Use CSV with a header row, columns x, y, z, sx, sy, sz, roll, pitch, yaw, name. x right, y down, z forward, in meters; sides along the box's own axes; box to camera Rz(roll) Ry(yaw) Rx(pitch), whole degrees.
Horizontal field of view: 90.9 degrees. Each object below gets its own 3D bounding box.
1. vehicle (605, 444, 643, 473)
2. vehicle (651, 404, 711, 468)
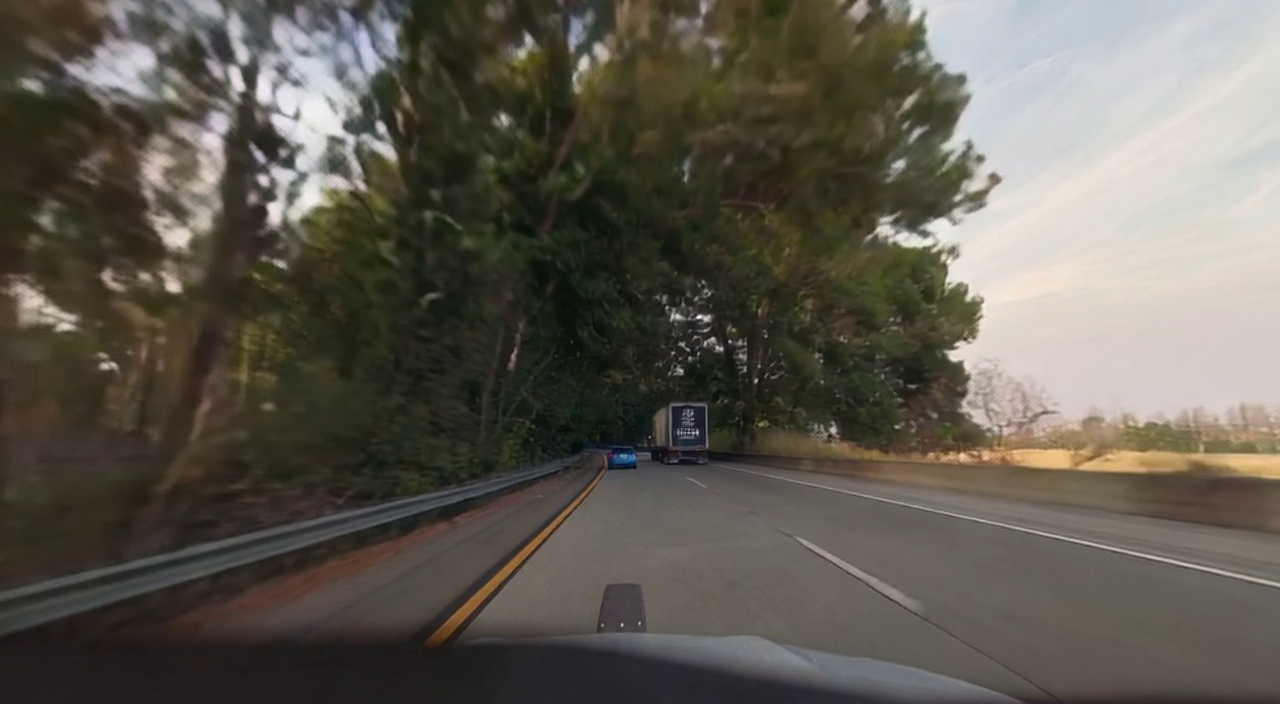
x,y,z,sx,sy,sz,roll,pitch,yaw,name
-0.867,5.663,33.631,1.913,1.460,3.610,0,-9,-2,vehicle
2.719,6.360,46.772,2.951,4.012,14.203,0,-9,-2,vehicle
